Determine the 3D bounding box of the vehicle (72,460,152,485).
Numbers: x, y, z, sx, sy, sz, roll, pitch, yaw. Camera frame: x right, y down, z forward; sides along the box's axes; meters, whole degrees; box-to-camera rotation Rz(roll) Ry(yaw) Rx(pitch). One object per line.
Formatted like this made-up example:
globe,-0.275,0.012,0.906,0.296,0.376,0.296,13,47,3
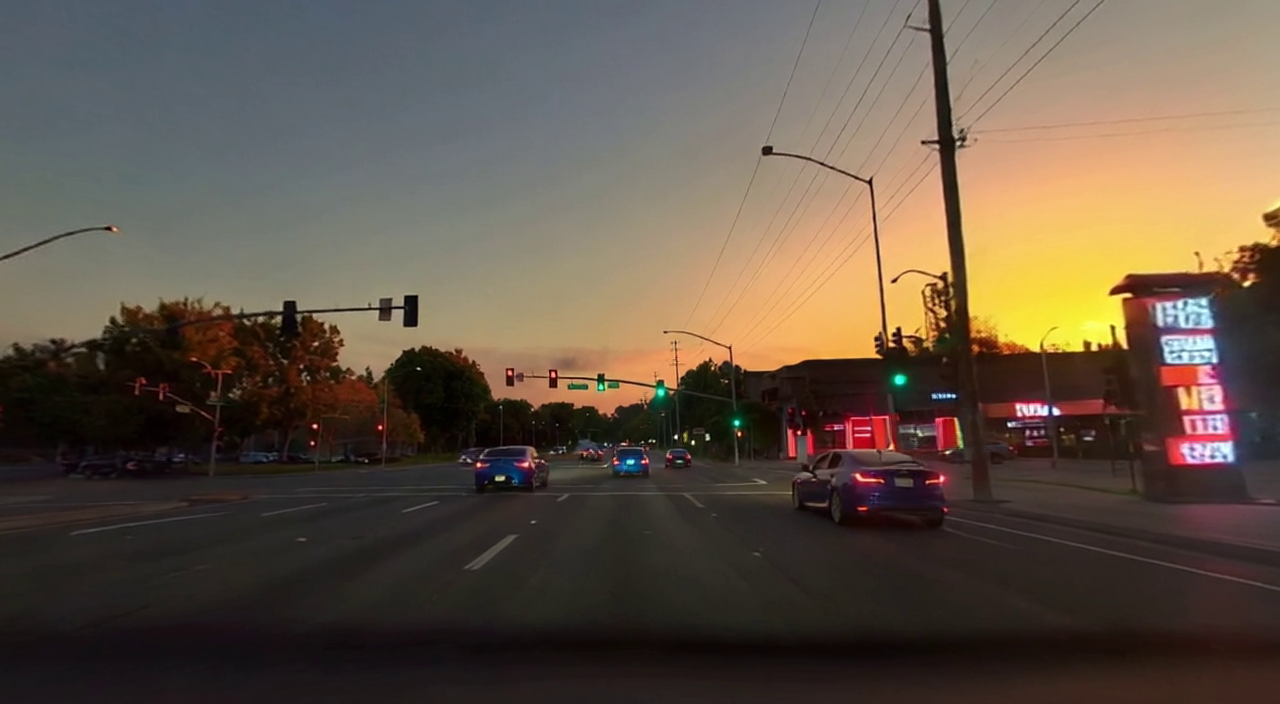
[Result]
vehicle,-37.498,8.544,44.934,3.931,1.653,2.134,-1,-9,7

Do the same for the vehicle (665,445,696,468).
vehicle,3.005,7.851,47.722,1.986,1.660,4.006,0,-8,-2

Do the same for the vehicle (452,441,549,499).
vehicle,-4.195,3.625,19.857,2.035,1.564,4.702,0,-8,-1

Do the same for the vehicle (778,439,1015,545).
vehicle,4.215,2.365,11.537,2.119,1.479,4.910,0,-8,-2

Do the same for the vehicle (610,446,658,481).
vehicle,-0.315,5.175,29.574,2.072,1.473,4.139,0,-8,-1
